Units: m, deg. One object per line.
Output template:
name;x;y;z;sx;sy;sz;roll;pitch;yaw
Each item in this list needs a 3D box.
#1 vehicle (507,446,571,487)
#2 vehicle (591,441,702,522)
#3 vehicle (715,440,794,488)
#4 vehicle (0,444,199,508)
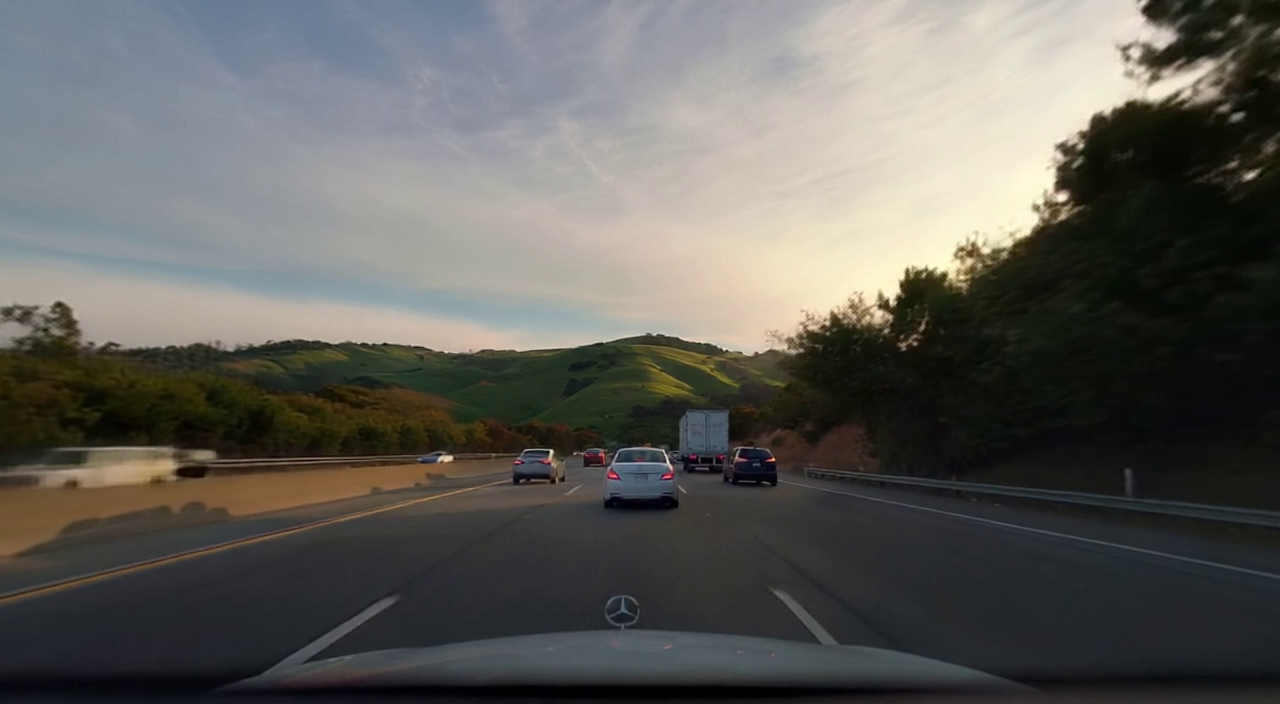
vehicle;-3.956;4.537;25.295;1.848;1.486;3.832;-1;-9;2
vehicle;0.121;2.686;13.521;2.041;1.484;3.535;0;-9;0
vehicle;4.101;4.111;23.340;2.029;1.579;4.484;0;-9;-1
vehicle;-15.516;3.496;18.221;1.959;1.574;4.844;0;-9;1
